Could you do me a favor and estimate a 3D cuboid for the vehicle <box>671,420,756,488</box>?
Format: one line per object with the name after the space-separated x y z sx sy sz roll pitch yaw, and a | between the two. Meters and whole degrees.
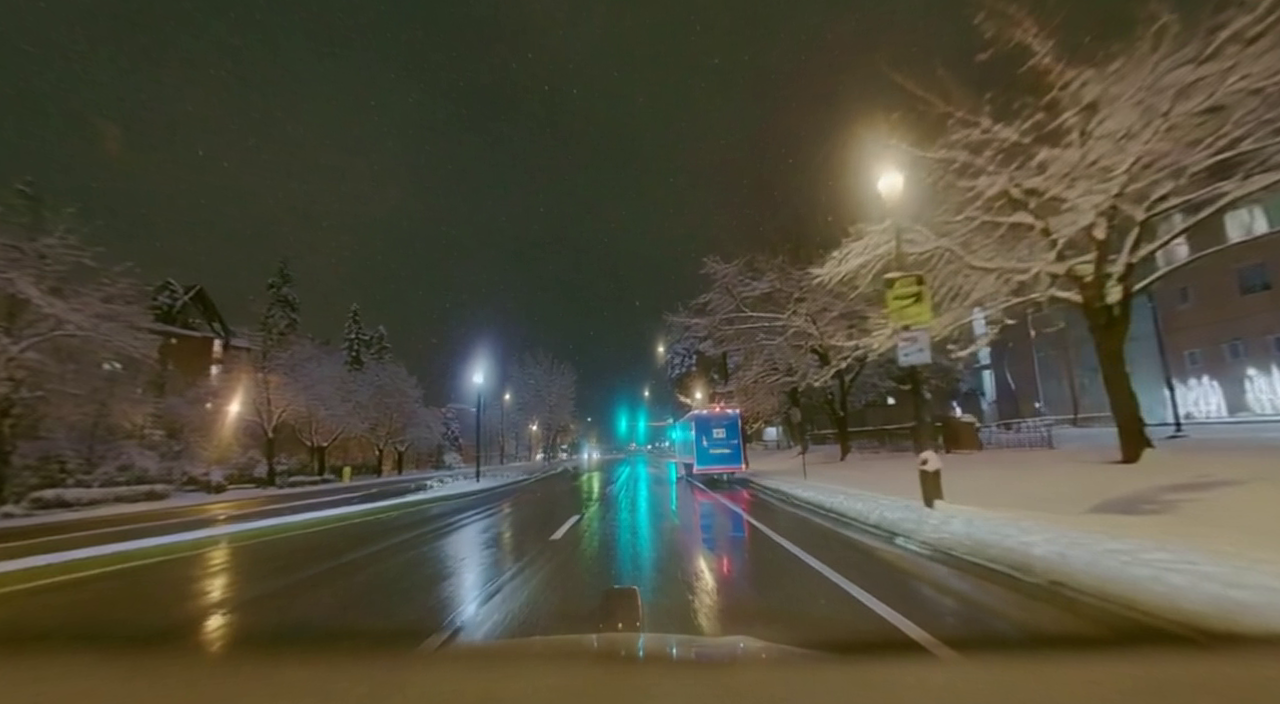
2.567 3.770 23.477 2.514 2.218 5.013 0 -9 0 | vehicle
